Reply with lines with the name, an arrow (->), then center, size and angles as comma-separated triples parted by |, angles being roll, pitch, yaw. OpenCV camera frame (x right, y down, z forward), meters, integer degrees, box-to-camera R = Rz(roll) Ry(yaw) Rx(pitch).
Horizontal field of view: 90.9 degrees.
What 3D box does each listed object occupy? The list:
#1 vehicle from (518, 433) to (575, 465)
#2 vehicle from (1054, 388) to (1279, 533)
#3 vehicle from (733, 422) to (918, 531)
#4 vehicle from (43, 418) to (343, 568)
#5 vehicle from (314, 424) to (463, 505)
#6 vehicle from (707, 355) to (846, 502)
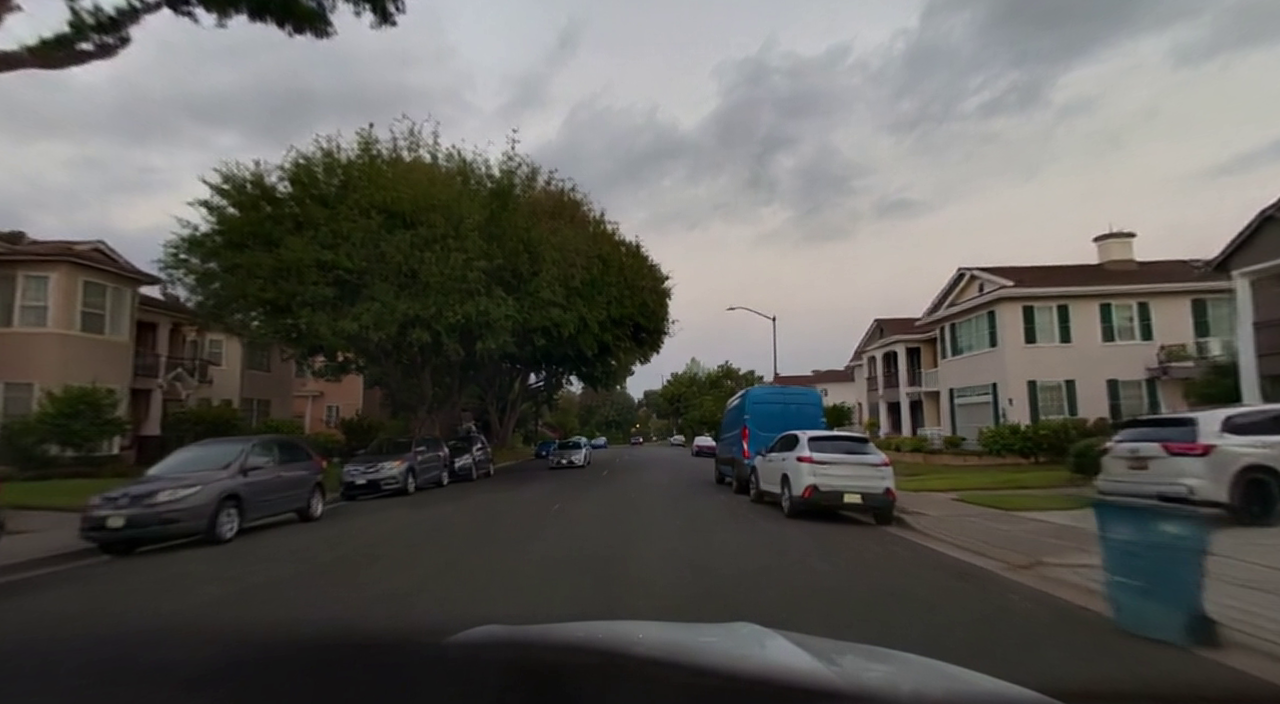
vehicle -> -4.652, 4.859, 31.886 | 1.941, 1.515, 3.995 | -1, -8, 5
vehicle -> 8.188, 1.348, 8.277 | 4.511, 1.528, 1.992 | 2, -8, -15
vehicle -> 2.911, 2.034, 11.015 | 1.955, 1.500, 4.410 | 0, -8, 1
vehicle -> -5.860, 1.790, 8.844 | 1.734, 1.549, 3.465 | -4, -7, -1
vehicle -> -5.785, 2.558, 15.004 | 1.834, 1.532, 3.628 | 3, -6, 3
vehicle -> 3.210, 2.027, 16.573 | 2.317, 3.096, 6.383 | 0, -8, 1
